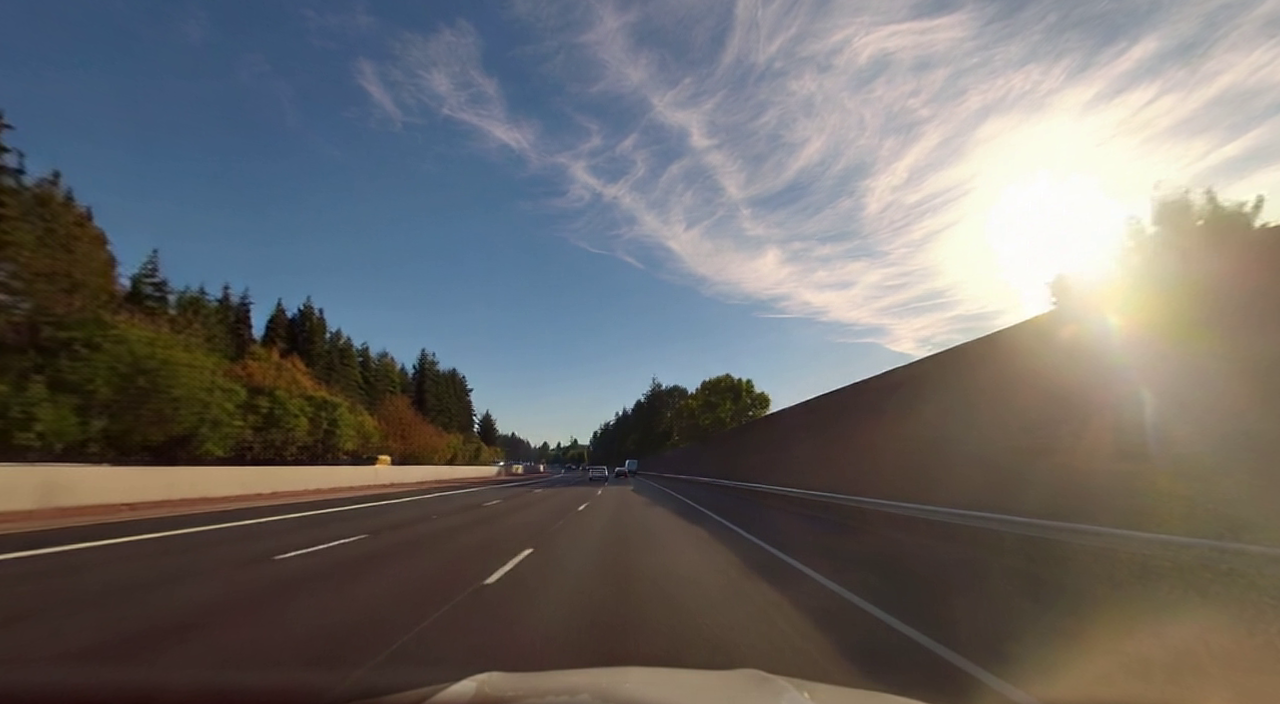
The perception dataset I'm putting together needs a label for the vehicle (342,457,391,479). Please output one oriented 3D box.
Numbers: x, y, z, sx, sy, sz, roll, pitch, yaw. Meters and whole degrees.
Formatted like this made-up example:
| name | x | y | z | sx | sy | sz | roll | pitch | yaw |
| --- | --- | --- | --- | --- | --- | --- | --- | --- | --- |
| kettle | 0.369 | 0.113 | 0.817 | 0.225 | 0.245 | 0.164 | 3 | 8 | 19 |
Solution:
| name | x | y | z | sx | sy | sz | roll | pitch | yaw |
| --- | --- | --- | --- | --- | --- | --- | --- | --- | --- |
| vehicle | -21.494 | 9.167 | 49.715 | 1.979 | 1.590 | 4.456 | 1 | -10 | -2 |
